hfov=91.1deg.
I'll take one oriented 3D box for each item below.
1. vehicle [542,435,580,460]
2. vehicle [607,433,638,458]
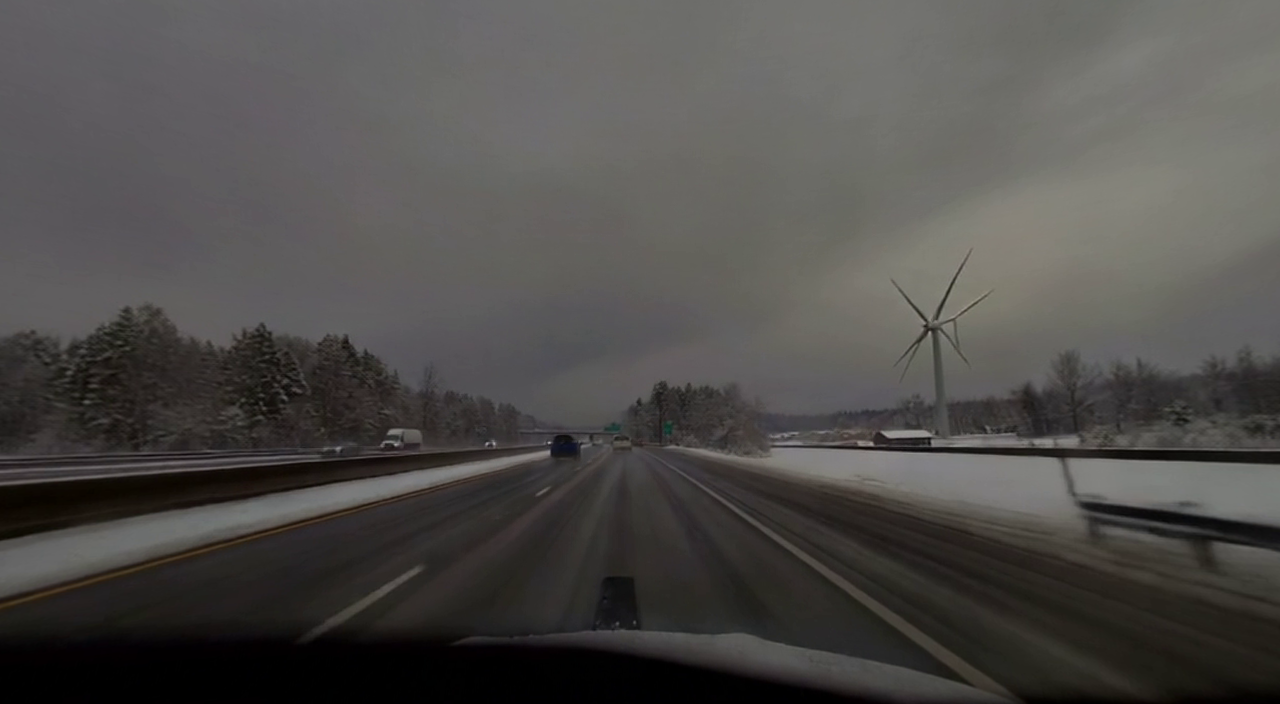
[{"bbox_3d":[-5.273,6.425,42.509,2.062,1.622,4.153,0,-8,-1],"label":"vehicle"},{"bbox_3d":[-1.292,7.145,48.138,2.213,1.774,4.563,0,-8,-1],"label":"vehicle"}]
